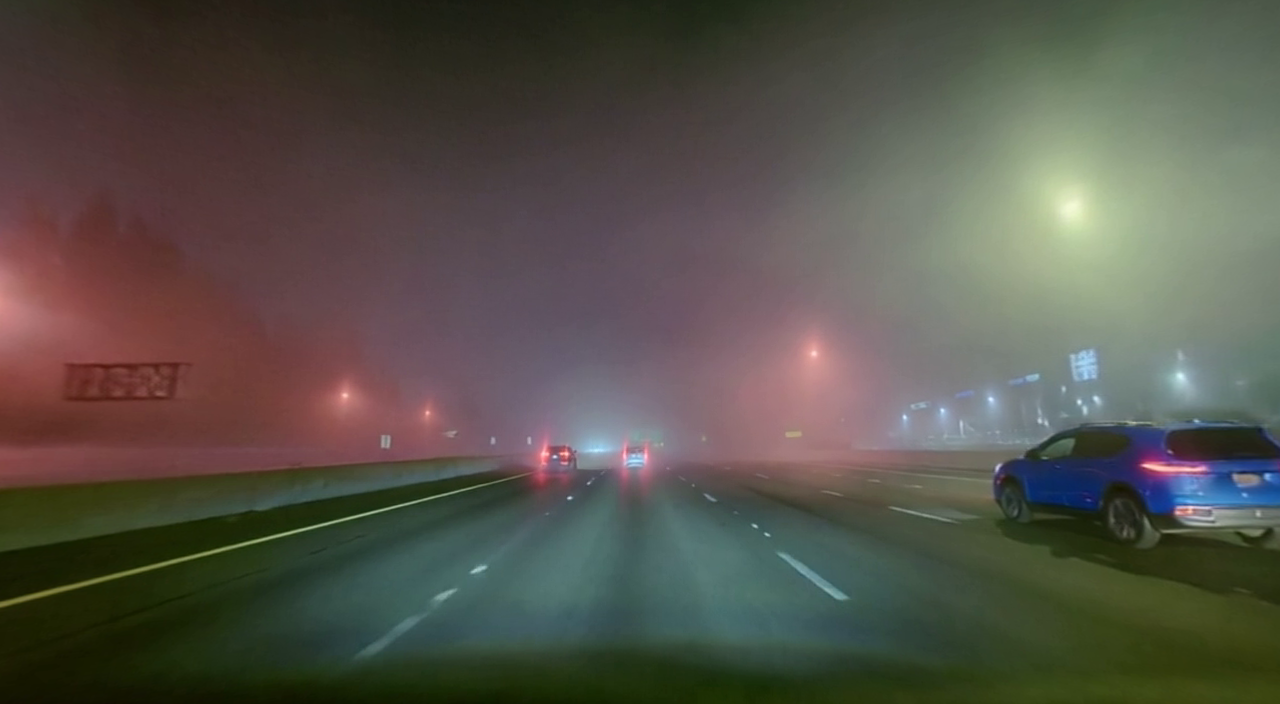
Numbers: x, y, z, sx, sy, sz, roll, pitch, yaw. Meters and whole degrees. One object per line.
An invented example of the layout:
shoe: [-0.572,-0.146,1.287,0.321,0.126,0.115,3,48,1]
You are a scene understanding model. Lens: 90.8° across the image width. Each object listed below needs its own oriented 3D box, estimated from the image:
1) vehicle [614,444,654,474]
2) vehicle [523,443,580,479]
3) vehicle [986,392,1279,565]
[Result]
vehicle: [-0.341,5.704,34.044,1.997,1.485,4.094,0,-9,-1]
vehicle: [-3.908,4.904,28.712,1.886,1.465,4.625,0,-9,0]
vehicle: [7.379,1.673,9.066,2.028,1.801,4.741,0,-9,-1]
